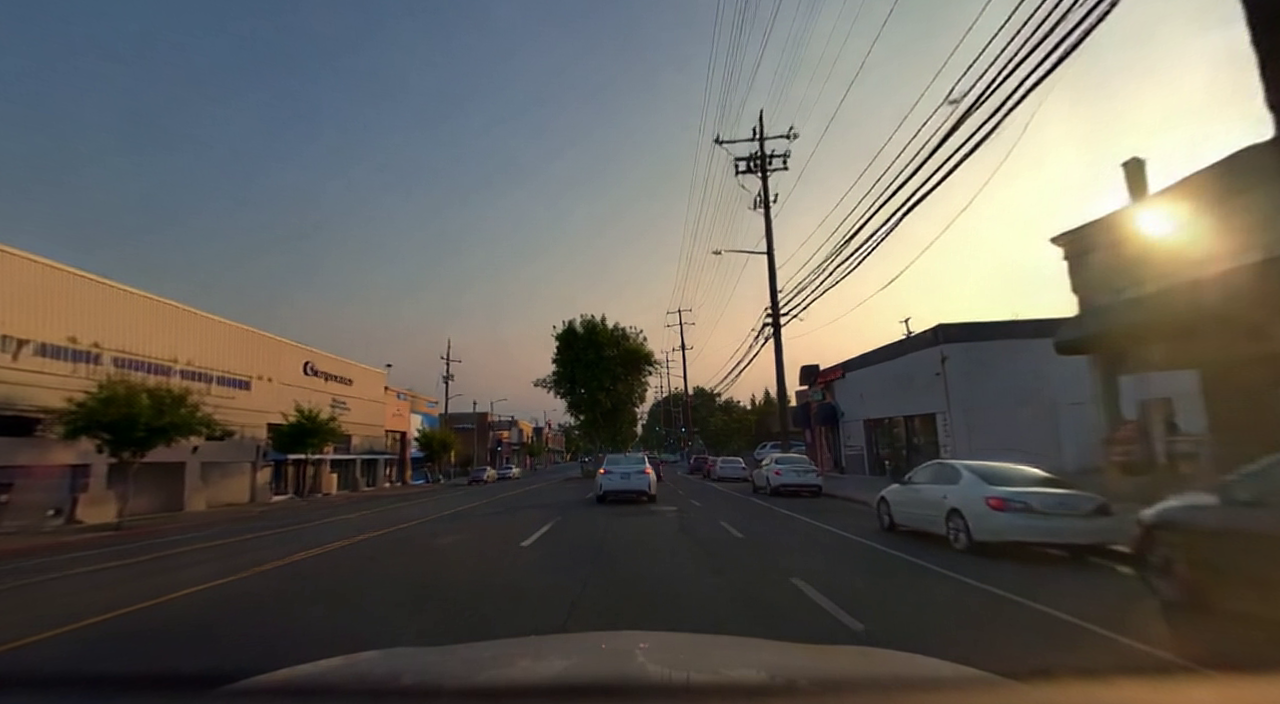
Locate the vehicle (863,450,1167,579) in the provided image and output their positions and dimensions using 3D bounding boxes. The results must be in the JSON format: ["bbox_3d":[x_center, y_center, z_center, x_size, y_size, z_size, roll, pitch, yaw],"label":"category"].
[{"bbox_3d":[5.008,2.168,9.323,1.761,1.413,4.272,0,-9,-2],"label":"vehicle"}]

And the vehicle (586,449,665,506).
[{"bbox_3d":[-0.385,3.688,19.026,2.116,1.479,3.980,0,-9,0],"label":"vehicle"}]

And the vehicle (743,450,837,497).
[{"bbox_3d":[5.247,4.316,22.869,2.108,1.471,4.948,0,-9,-1],"label":"vehicle"}]

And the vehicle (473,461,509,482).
[{"bbox_3d":[-11.663,9.344,49.691,1.828,1.457,4.371,0,-9,-1],"label":"vehicle"}]

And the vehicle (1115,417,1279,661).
[{"bbox_3d":[5.114,1.151,3.636,1.779,1.592,3.740,0,-9,0],"label":"vehicle"}]

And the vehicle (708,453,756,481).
[{"bbox_3d":[5.188,6.566,36.335,1.987,1.459,4.677,0,-9,-1],"label":"vehicle"}]
